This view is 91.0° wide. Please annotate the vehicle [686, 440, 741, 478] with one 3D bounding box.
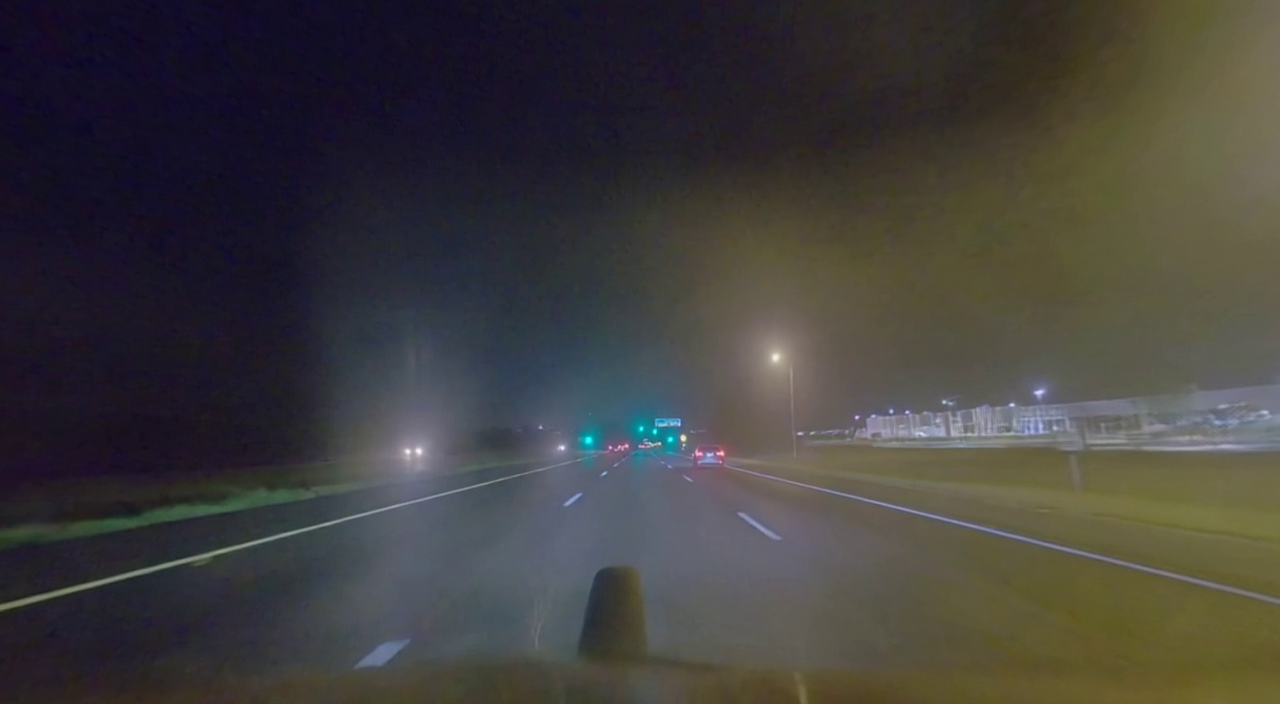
[{"bbox_3d":[3.357,5.004,29.673,2.085,1.594,4.848,0,-9,1],"label":"vehicle"}]
